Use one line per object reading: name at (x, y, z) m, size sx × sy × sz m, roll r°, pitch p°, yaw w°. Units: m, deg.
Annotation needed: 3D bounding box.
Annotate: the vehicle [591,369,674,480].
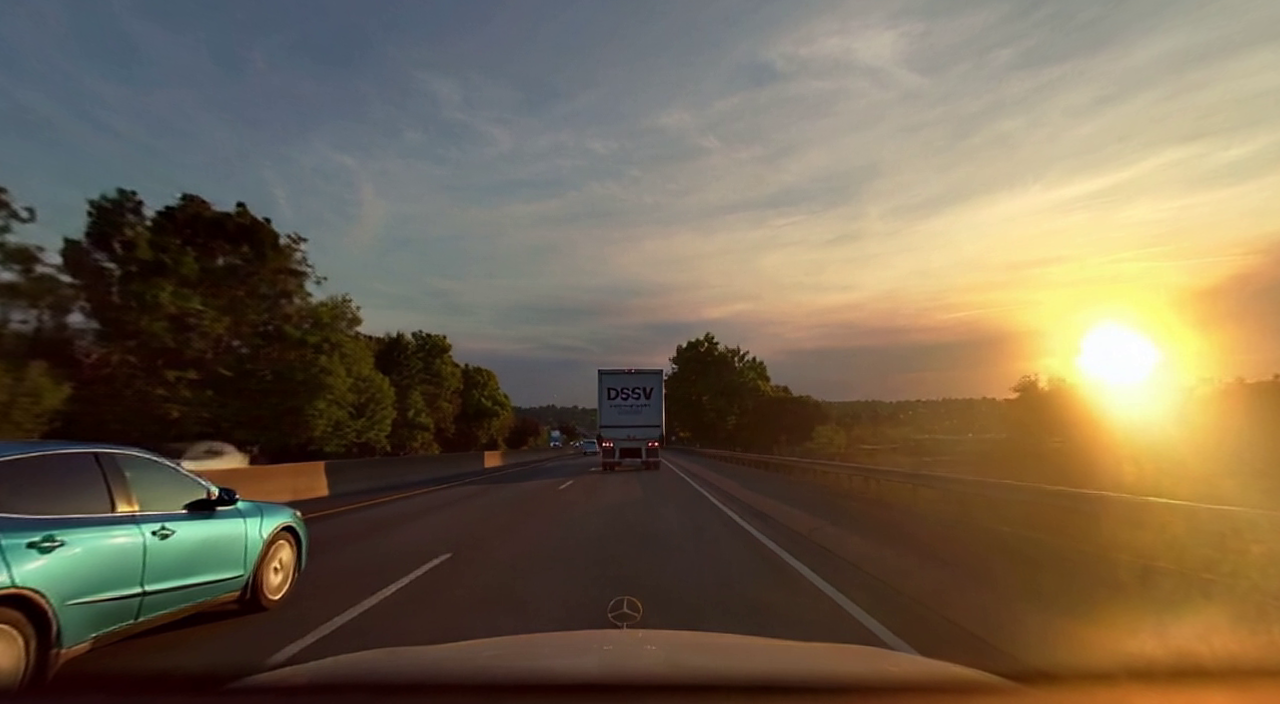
vehicle at (-0.396, 3.313, 27.762) m, size 2.969 × 3.957 × 10.270 m, roll 0°, pitch -8°, yaw -1°
